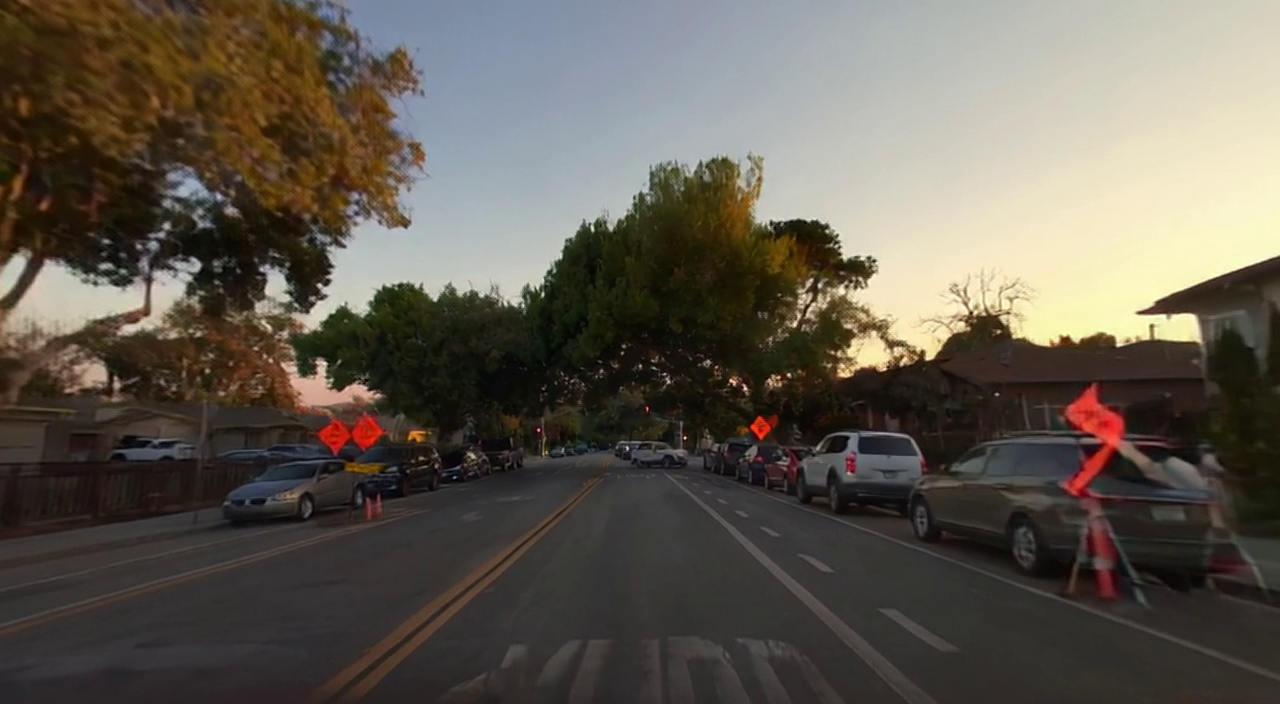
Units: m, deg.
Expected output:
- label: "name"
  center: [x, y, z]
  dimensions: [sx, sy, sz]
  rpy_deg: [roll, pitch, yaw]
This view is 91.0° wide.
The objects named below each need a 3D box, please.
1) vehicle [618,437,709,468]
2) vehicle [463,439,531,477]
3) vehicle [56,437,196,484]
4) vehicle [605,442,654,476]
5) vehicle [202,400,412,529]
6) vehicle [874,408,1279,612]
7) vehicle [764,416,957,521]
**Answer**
- label: "vehicle"
  center: [1.452, 6.439, 40.367]
  dimensions: [5.503, 1.853, 2.218]
  rpy_deg: [-6, -11, 37]
- label: "vehicle"
  center: [-8.325, 6.213, 37.328]
  dimensions: [2.659, 2.047, 6.014]
  rpy_deg: [0, -9, 0]
- label: "vehicle"
  center: [-23.179, 4.882, 28.502]
  dimensions: [4.491, 2.031, 2.045]
  rpy_deg: [0, -8, 1]
- label: "vehicle"
  center: [-0.418, 5.003, 29.706]
  dimensions: [2.151, 1.481, 4.084]
  rpy_deg: [0, -9, 1]
- label: "vehicle"
  center: [-7.673, 2.642, 15.185]
  dimensions: [2.526, 2.631, 4.228]
  rpy_deg: [0, -9, 2]
- label: "vehicle"
  center: [4.938, 1.699, 7.782]
  dimensions: [2.225, 1.715, 4.755]
  rpy_deg: [0, -9, 0]
- label: "vehicle"
  center: [4.739, 2.631, 14.826]
  dimensions: [2.279, 1.946, 5.925]
  rpy_deg: [0, -9, -1]
